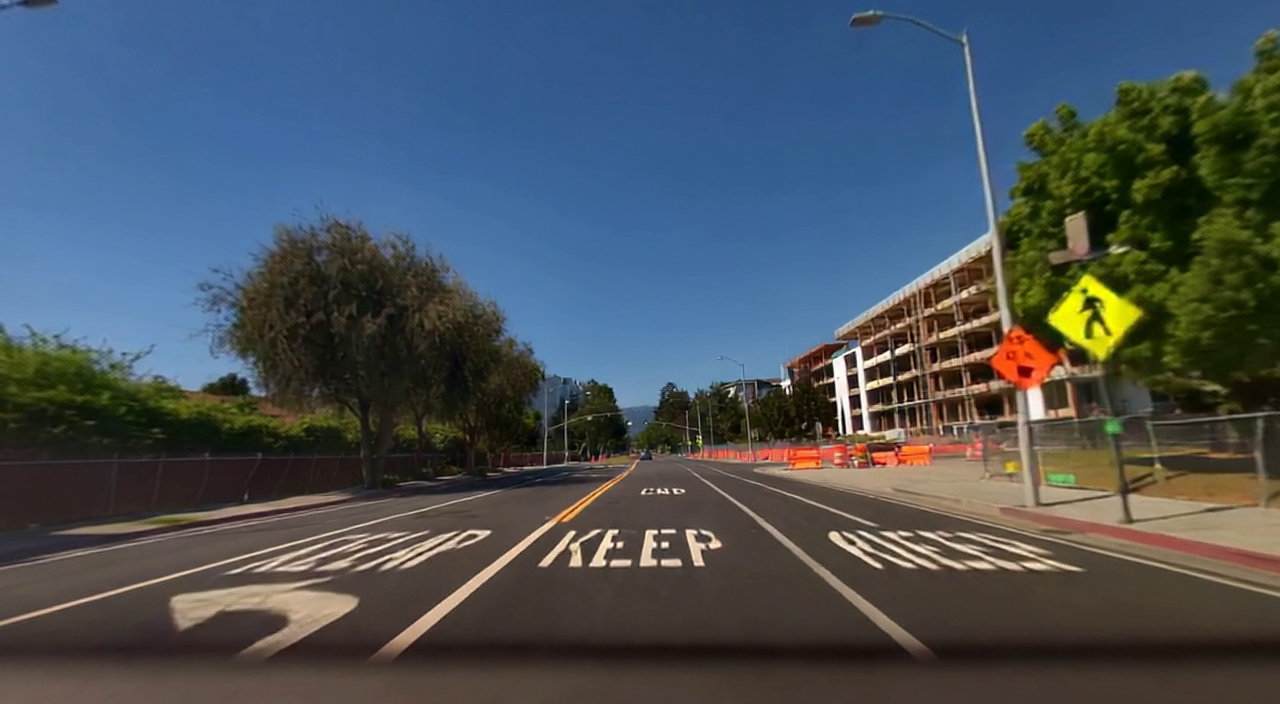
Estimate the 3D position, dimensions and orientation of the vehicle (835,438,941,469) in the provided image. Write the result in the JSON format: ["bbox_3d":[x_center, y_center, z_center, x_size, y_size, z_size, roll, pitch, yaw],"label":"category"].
[{"bbox_3d":[11.810,4.864,30.300,4.251,1.418,1.896,-1,-9,3],"label":"vehicle"}]
